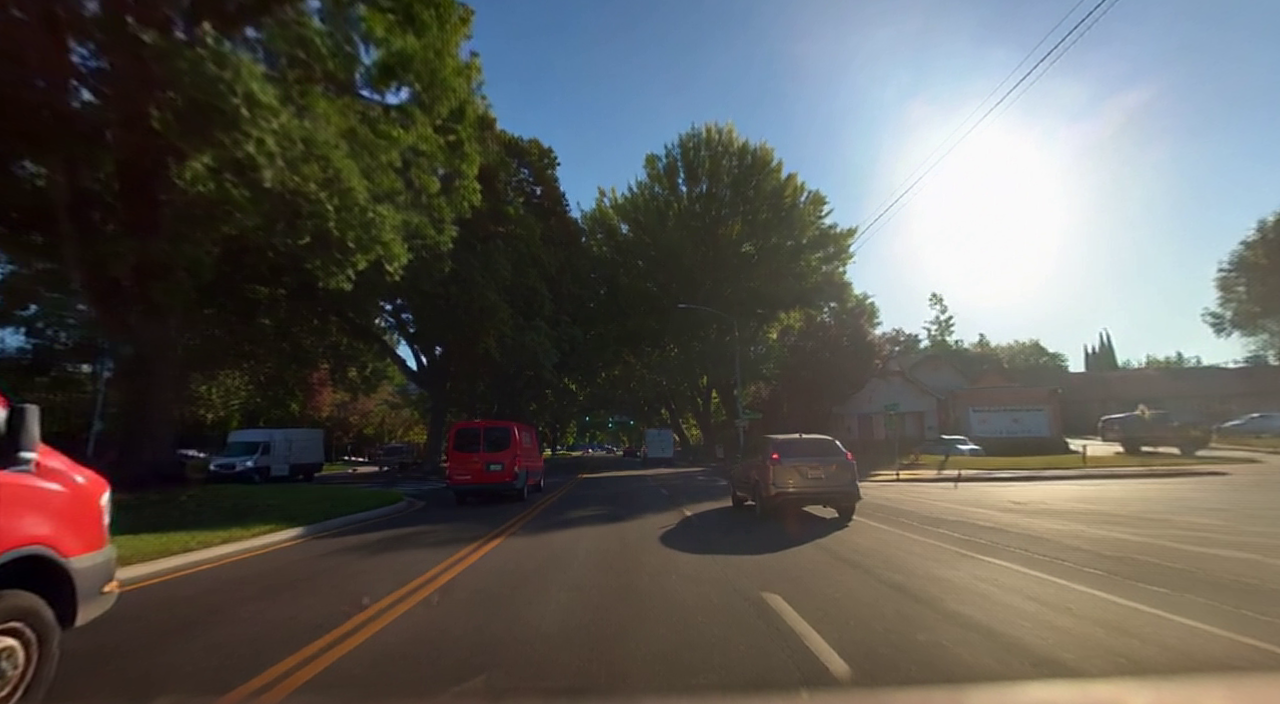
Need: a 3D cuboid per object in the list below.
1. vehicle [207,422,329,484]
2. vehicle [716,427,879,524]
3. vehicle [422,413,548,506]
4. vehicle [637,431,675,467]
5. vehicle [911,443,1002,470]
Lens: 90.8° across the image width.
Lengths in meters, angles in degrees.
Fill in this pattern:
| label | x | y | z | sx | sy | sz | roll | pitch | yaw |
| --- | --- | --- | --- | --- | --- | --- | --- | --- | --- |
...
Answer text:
| label | x | y | z | sx | sy | sz | roll | pitch | yaw |
| --- | --- | --- | --- | --- | --- | --- | --- | --- | --- |
| vehicle | -23.636 | 6.493 | 40.854 | 2.883 | 3.560 | 8.400 | 0 | -9 | -1 |
| vehicle | 3.027 | 2.504 | 13.339 | 2.087 | 1.658 | 4.612 | 0 | -9 | -2 |
| vehicle | -4.069 | 2.945 | 17.579 | 2.420 | 2.227 | 4.499 | 0 | -9 | -1 |
| vehicle | 1.118 | 7.284 | 47.568 | 2.397 | 2.566 | 5.324 | 0 | -9 | -4 |
| vehicle | 17.916 | 5.899 | 35.828 | 4.210 | 1.480 | 1.922 | 2 | -9 | -11 |
